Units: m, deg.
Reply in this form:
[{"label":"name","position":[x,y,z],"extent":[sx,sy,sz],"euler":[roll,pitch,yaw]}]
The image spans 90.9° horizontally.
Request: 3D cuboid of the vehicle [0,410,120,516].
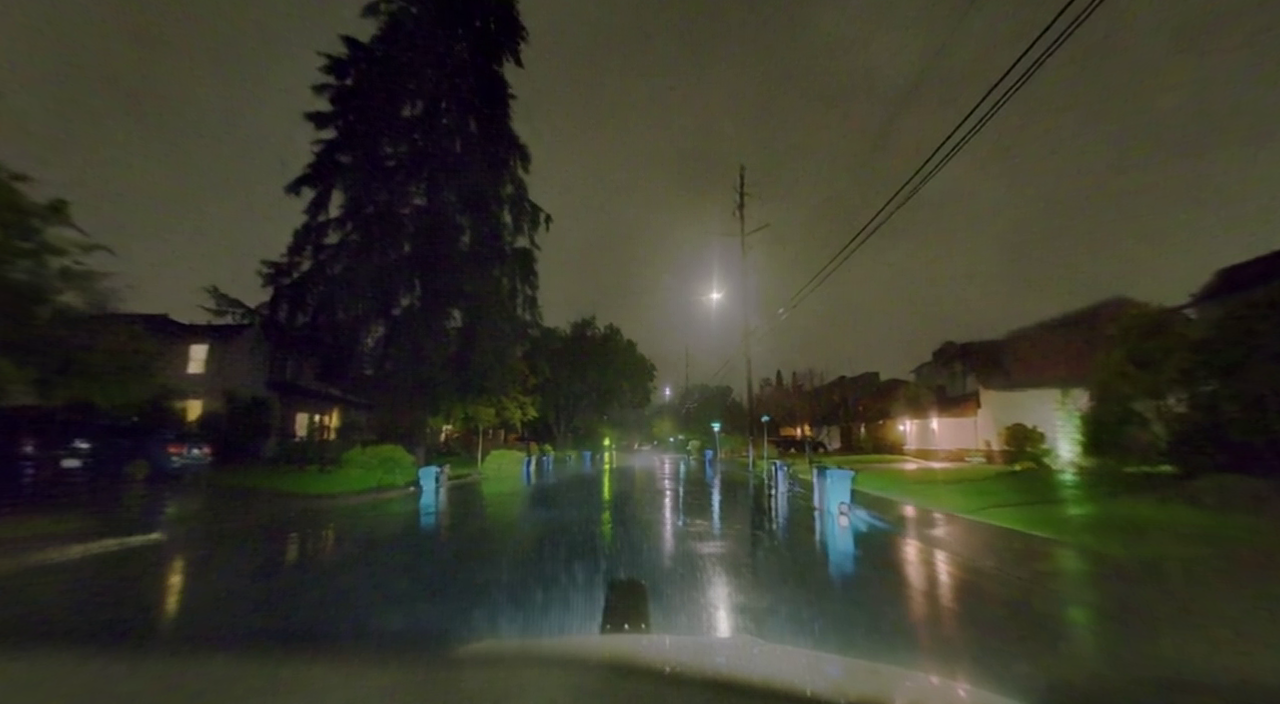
[{"label":"vehicle","position":[-13.192,1.945,12.014],"extent":[4.587,1.786,2.127],"euler":[4,-9,2]}]
